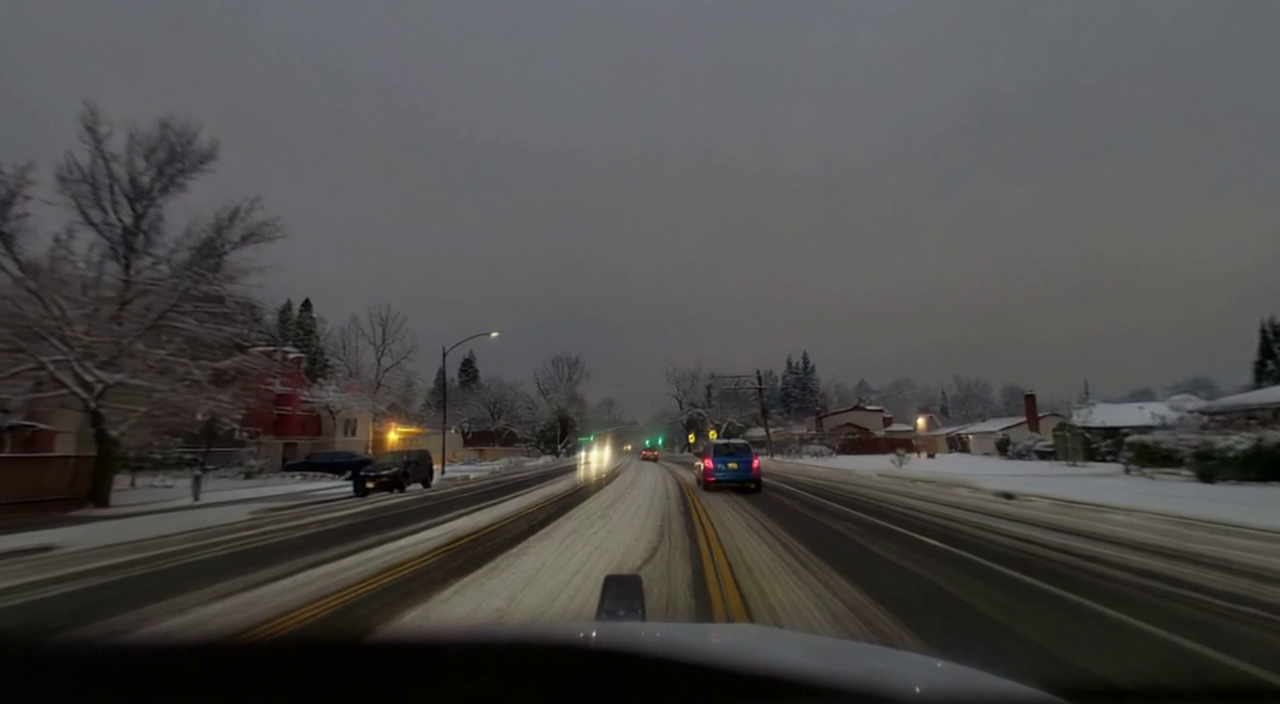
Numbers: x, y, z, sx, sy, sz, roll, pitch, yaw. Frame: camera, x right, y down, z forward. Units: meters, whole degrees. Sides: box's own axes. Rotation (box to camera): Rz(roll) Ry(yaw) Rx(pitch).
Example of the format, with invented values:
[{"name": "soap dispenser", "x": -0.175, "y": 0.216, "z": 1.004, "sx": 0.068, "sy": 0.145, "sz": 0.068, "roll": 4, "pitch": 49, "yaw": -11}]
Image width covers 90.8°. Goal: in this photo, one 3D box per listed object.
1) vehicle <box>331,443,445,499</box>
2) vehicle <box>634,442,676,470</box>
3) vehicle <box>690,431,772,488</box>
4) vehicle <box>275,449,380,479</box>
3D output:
[{"name": "vehicle", "x": -9.023, "y": 4.258, "z": 23.091, "sx": 2.188, "sy": 1.813, "sz": 4.478, "roll": 0, "pitch": -9, "yaw": 2}, {"name": "vehicle", "x": 0.772, "y": 5.816, "z": 35.408, "sx": 2.196, "sy": 1.449, "sz": 4.006, "roll": 0, "pitch": -9, "yaw": -1}, {"name": "vehicle", "x": 3.017, "y": 3.686, "z": 22.006, "sx": 2.200, "sy": 1.763, "sz": 4.676, "roll": 0, "pitch": -9, "yaw": 1}, {"name": "vehicle", "x": -16.391, "y": 5.880, "z": 33.279, "sx": 4.514, "sy": 1.523, "sz": 1.860, "roll": 0, "pitch": -9, "yaw": 2}]
